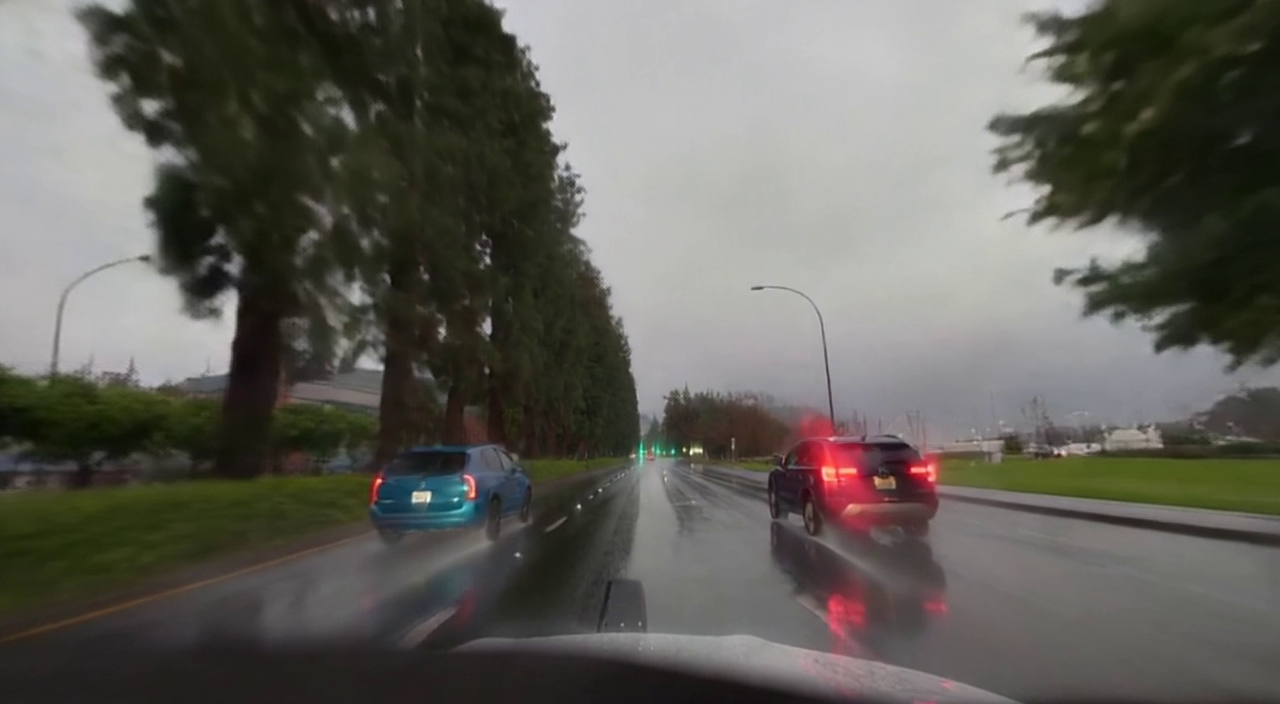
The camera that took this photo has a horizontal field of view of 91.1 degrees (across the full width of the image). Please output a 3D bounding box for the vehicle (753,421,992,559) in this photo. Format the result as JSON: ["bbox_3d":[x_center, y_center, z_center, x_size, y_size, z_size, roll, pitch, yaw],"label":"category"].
[{"bbox_3d":[3.468,2.184,10.696,2.087,1.759,5.040,0,-9,-1],"label":"vehicle"}]

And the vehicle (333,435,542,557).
[{"bbox_3d":[-3.105,2.307,10.763,2.025,1.635,4.293,0,-9,1],"label":"vehicle"}]
